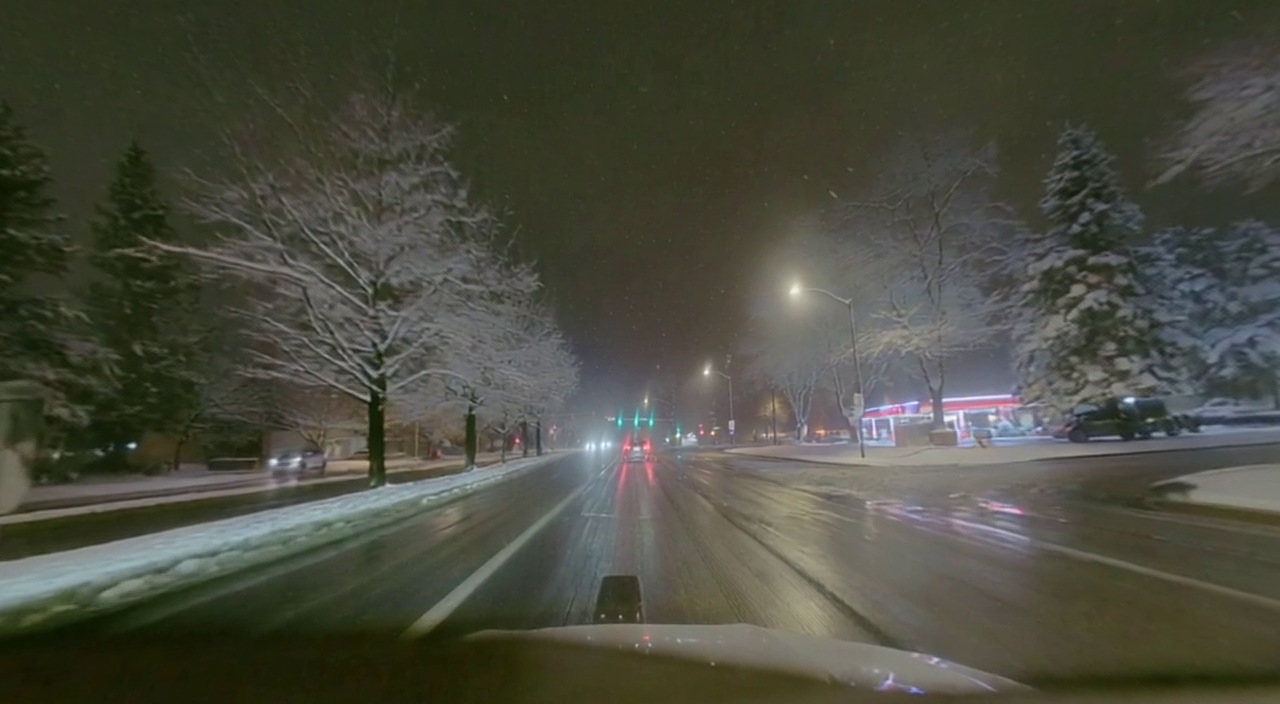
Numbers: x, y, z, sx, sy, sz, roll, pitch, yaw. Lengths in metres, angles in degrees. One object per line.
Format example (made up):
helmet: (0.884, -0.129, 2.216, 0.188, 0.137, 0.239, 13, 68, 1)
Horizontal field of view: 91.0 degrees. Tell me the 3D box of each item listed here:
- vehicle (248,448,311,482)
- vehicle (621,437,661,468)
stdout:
vehicle: (-19.748, 6.141, 34.655, 1.909, 1.720, 4.390, 2, -9, -16)
vehicle: (0.031, 5.951, 37.403, 2.213, 1.715, 4.242, 0, -8, -1)
